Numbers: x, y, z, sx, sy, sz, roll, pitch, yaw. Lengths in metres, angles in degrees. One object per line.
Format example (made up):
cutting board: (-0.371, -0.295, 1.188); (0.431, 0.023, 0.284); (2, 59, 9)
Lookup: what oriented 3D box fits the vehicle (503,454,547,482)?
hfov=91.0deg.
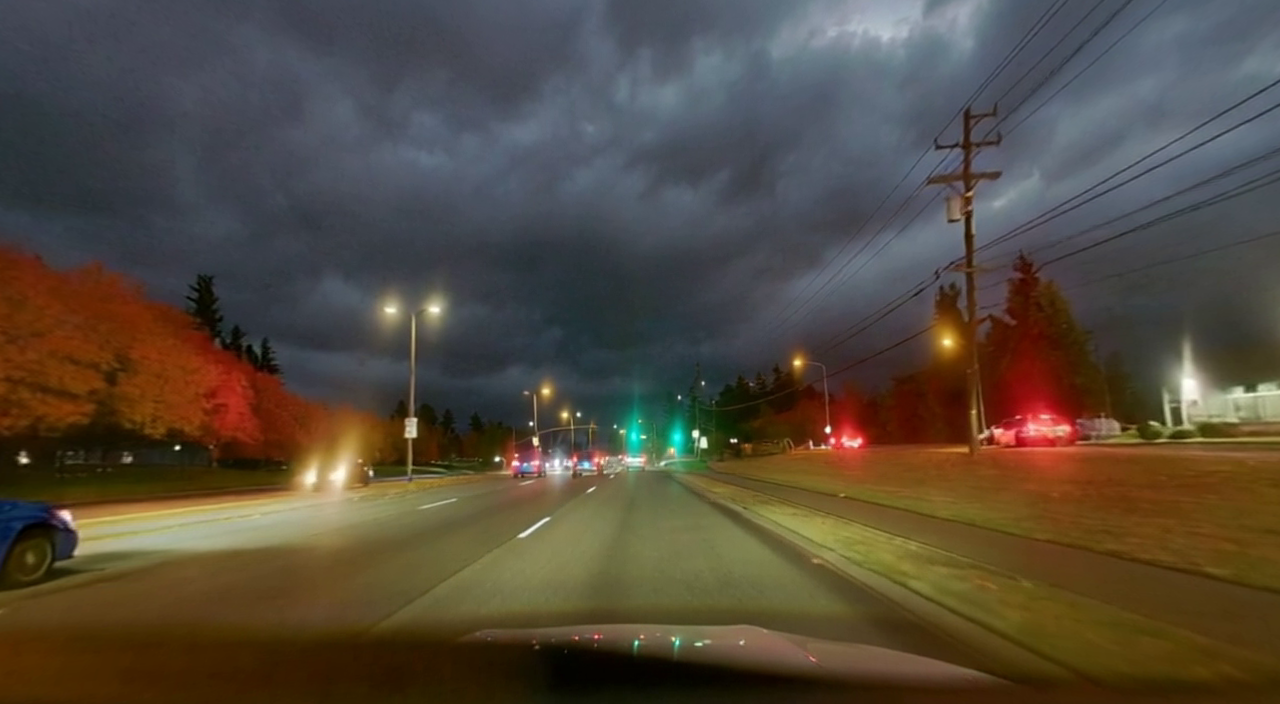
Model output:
vehicle: (-7.247, 7.345, 40.155); (1.932, 1.596, 4.247); (0, -9, 1)

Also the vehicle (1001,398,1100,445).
vehicle: (24.731, 4.329, 38.290); (2.347, 2.576, 5.846); (0, -9, 5)

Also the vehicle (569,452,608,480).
vehicle: (-3.352, 7.521, 41.910); (2.085, 1.663, 4.513); (0, -9, 2)

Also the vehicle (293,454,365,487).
vehicle: (-21.155, 8.071, 43.098); (2.077, 2.020, 4.964); (0, -9, 4)
